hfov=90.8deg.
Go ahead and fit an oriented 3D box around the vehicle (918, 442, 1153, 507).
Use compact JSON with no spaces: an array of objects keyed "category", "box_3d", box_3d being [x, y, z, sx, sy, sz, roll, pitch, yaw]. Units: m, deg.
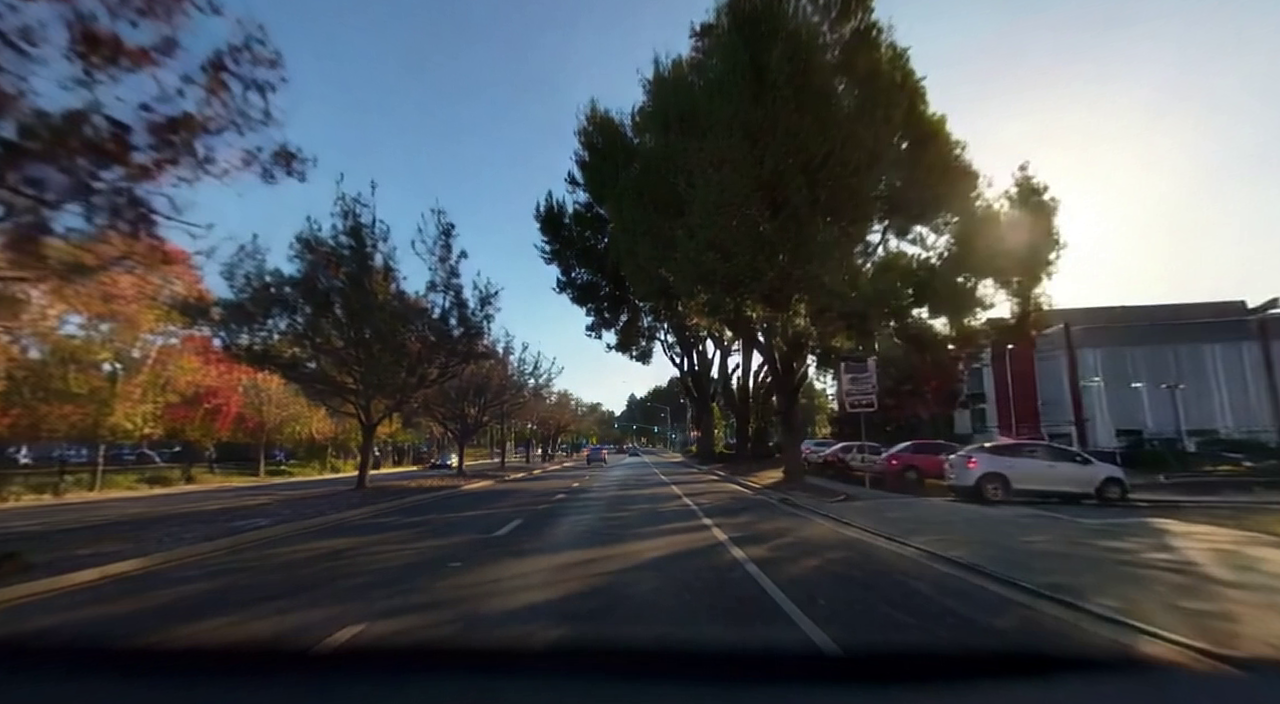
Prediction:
[{"category":"vehicle","box_3d":[9.637,2.972,15.658,4.466,1.440,2.091,0,-9,-5]}]
